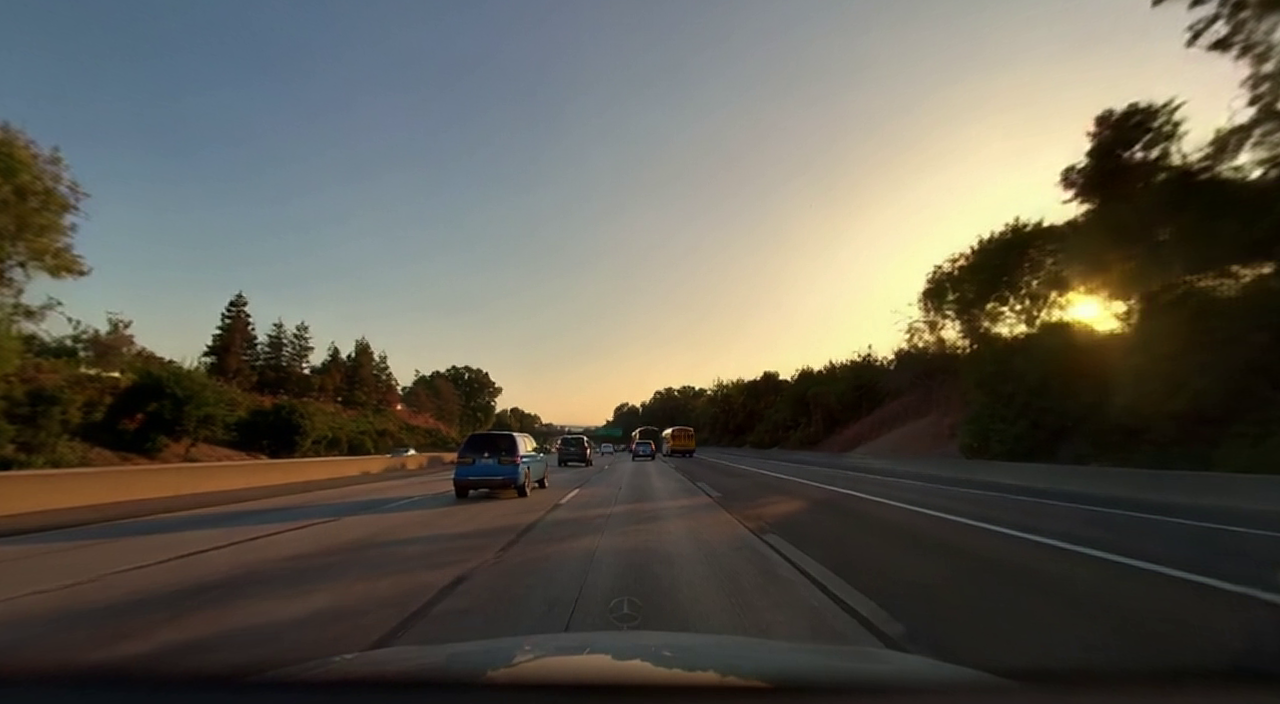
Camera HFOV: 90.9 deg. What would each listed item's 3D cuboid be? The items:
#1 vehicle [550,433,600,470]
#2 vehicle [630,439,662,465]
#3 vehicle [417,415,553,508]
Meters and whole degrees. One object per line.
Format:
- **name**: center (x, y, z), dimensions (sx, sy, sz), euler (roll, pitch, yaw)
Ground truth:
- **vehicle**: center (-3.340, 5.286, 33.559), dimensions (2.155, 1.843, 4.567), euler (0, -9, 0)
- **vehicle**: center (0.392, 6.710, 42.286), dimensions (2.042, 1.632, 3.654), euler (0, -9, 0)
- **vehicle**: center (-3.494, 2.590, 15.218), dimensions (2.016, 1.898, 4.458), euler (0, -9, 1)
